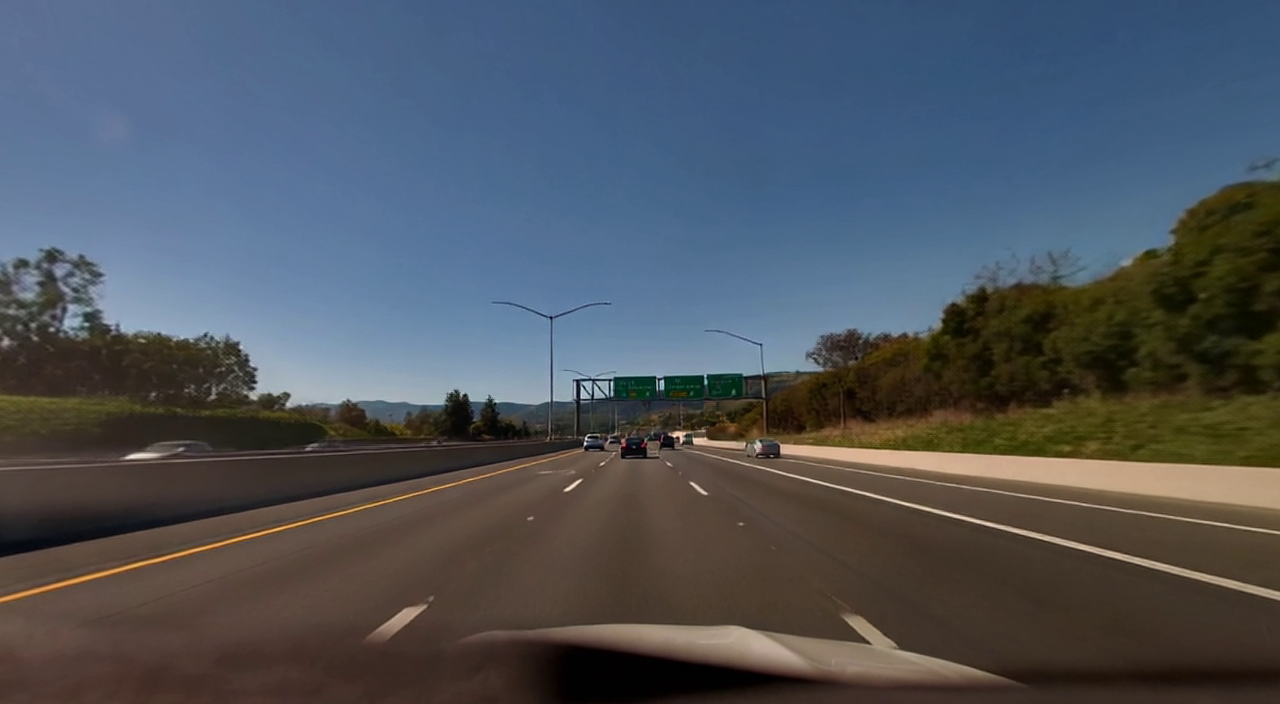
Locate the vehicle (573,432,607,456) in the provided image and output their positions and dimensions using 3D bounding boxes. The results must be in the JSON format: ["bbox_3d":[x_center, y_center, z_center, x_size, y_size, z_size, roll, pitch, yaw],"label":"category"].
[{"bbox_3d":[-3.662,6.901,47.213,2.123,1.661,4.601,0,-8,0],"label":"vehicle"}]

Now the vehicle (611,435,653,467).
[{"bbox_3d":[-0.417,4.956,31.767,1.985,1.457,4.227,0,-8,-1],"label":"vehicle"}]

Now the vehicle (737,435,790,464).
[{"bbox_3d":[6.787,5.406,35.233,1.935,1.478,4.433,0,-8,-2],"label":"vehicle"}]
